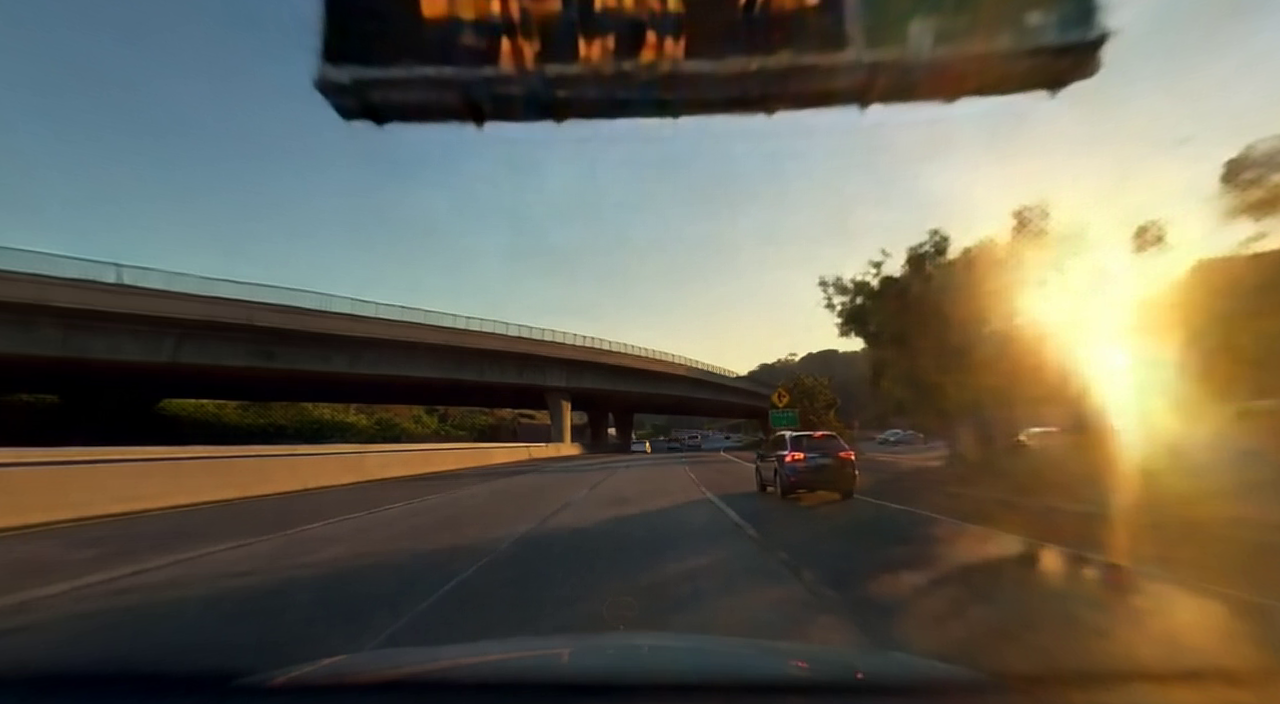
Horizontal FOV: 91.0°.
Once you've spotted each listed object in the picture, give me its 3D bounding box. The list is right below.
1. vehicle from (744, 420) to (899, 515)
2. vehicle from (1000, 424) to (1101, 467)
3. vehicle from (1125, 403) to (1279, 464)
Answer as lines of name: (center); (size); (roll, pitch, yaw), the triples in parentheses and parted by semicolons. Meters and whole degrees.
vehicle: (3.679, 2.437, 13.716); (2.090, 1.715, 4.228); (0, -8, 0)
vehicle: (19.688, 4.509, 30.494); (2.165, 1.867, 4.641); (-1, -8, 7)
vehicle: (23.075, 3.254, 24.930); (5.707, 2.048, 2.282); (-10, -13, 32)
